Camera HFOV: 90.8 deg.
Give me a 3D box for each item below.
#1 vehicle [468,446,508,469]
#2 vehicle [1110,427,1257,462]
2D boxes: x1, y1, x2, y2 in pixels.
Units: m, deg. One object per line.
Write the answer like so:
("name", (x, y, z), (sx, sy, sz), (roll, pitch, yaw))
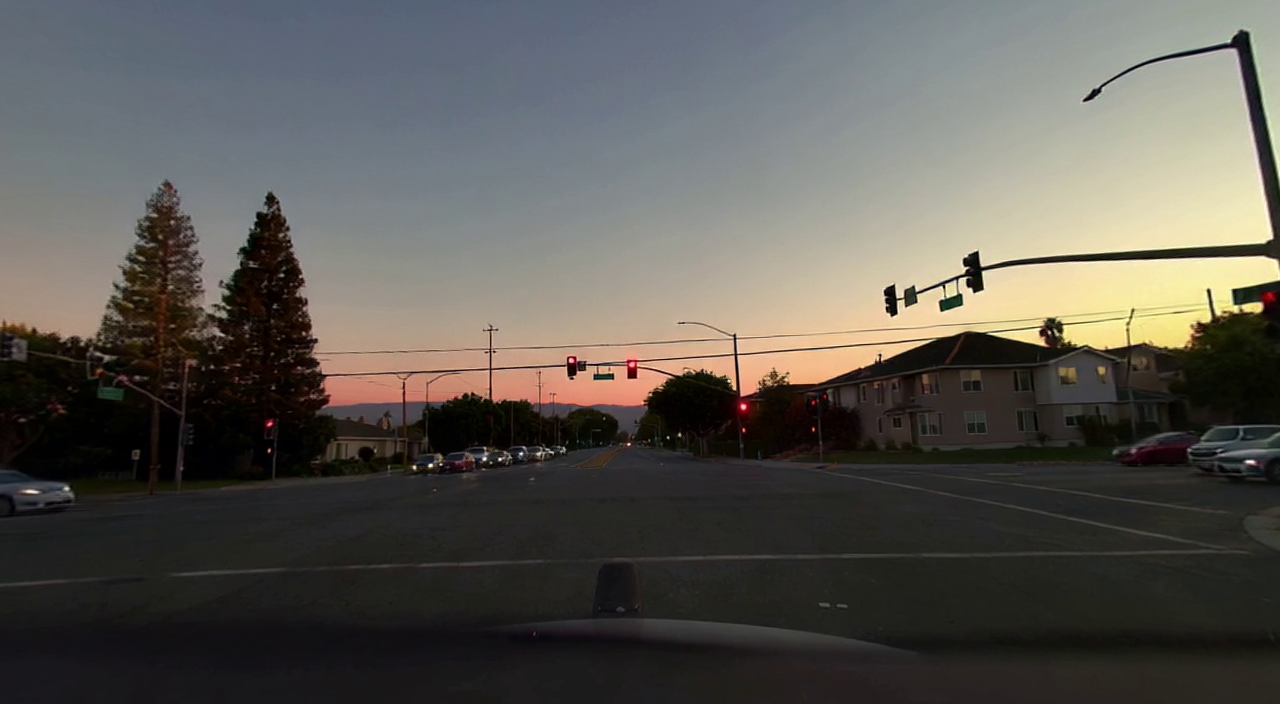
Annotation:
("vehicle", (-10.720, 7.457, 44.749), (1.881, 1.509, 3.377), (0, -9, 1))
("vehicle", (25.471, 4.367, 29.788), (4.873, 1.539, 1.932), (-2, -9, 8))
